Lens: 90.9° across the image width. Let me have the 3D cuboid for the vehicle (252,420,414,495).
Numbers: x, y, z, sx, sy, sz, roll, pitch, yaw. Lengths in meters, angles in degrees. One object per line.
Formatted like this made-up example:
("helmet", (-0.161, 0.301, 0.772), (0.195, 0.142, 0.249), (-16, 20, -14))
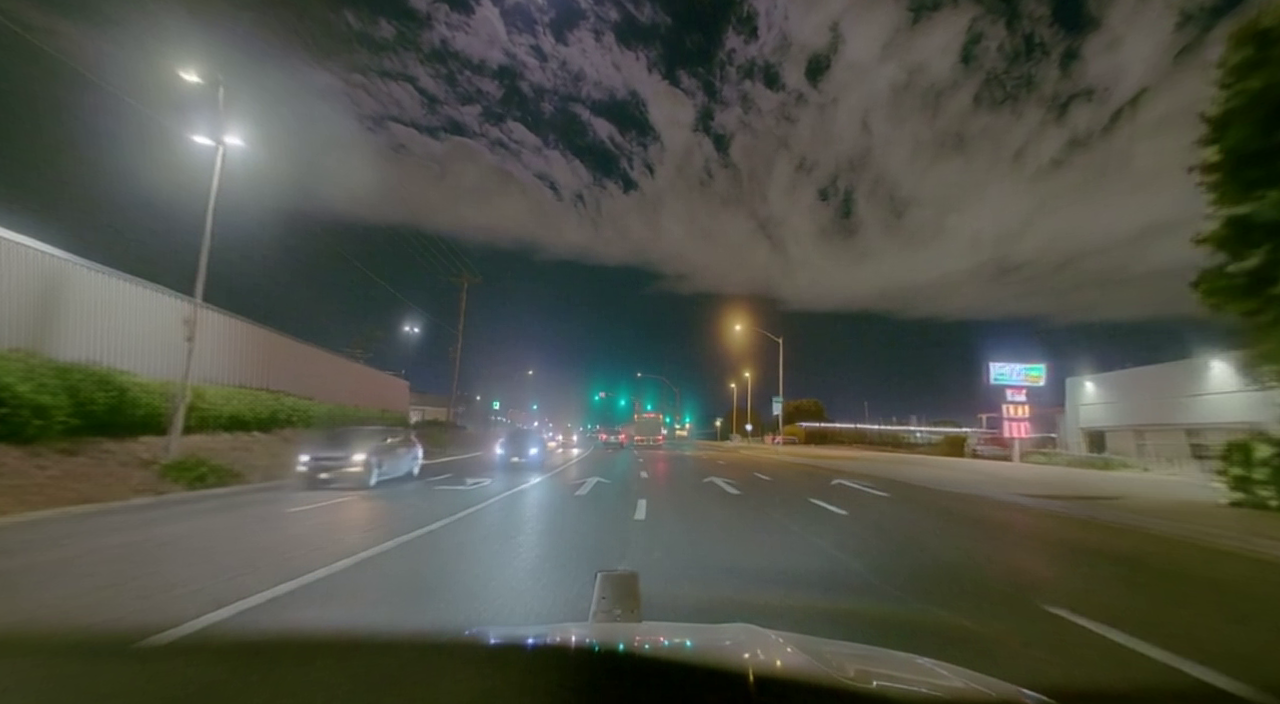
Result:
("vehicle", (-7.362, 2.542, 15.639), (1.957, 1.588, 3.965), (0, -7, 1))

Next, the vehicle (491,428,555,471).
("vehicle", (-4.395, 3.696, 24.243), (1.727, 1.519, 3.805), (0, -7, 0))
